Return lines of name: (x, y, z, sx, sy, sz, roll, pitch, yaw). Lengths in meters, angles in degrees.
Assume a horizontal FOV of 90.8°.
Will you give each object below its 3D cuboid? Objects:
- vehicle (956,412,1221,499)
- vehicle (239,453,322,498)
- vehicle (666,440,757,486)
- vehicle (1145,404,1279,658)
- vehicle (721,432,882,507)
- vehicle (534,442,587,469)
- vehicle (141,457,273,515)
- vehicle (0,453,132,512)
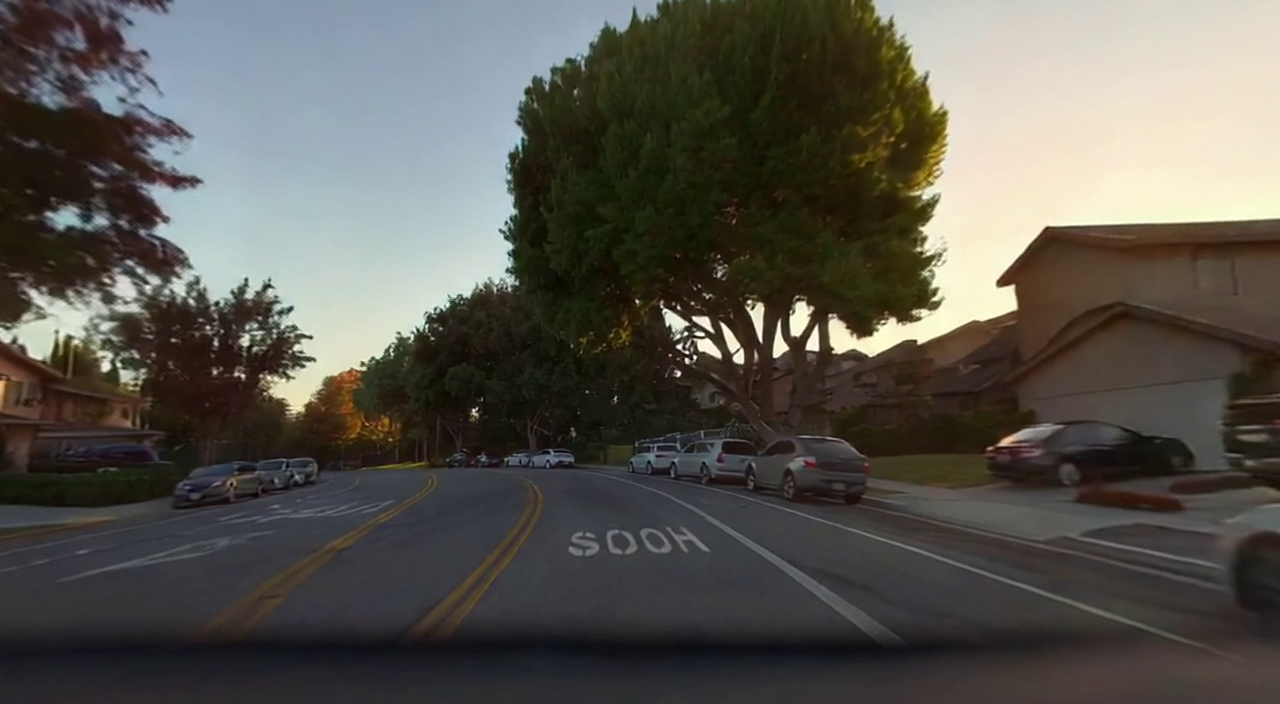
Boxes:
vehicle: (10.093, 2.310, 14.418, 4.716, 1.483, 1.993, -3, -7, -9)
vehicle: (-14.926, 5.098, 26.541, 2.117, 1.501, 4.762, 2, -8, -19)
vehicle: (2.470, 3.963, 22.946, 1.844, 1.485, 4.193, 2, -9, -16)
vehicle: (4.951, 0.878, 2.388, 2.092, 1.524, 4.800, 0, -8, 0)
vehicle: (3.887, 2.924, 16.253, 2.367, 1.614, 4.463, 1, -8, -9)
vehicle: (-5.800, 7.383, 45.486, 2.134, 1.805, 5.559, 4, -9, -25)
vehicle: (-13.586, 4.172, 20.196, 1.943, 1.476, 4.714, 2, -9, -15)
vehicle: (-18.803, 4.123, 20.426, 2.017, 1.588, 4.732, 3, -9, -18)
